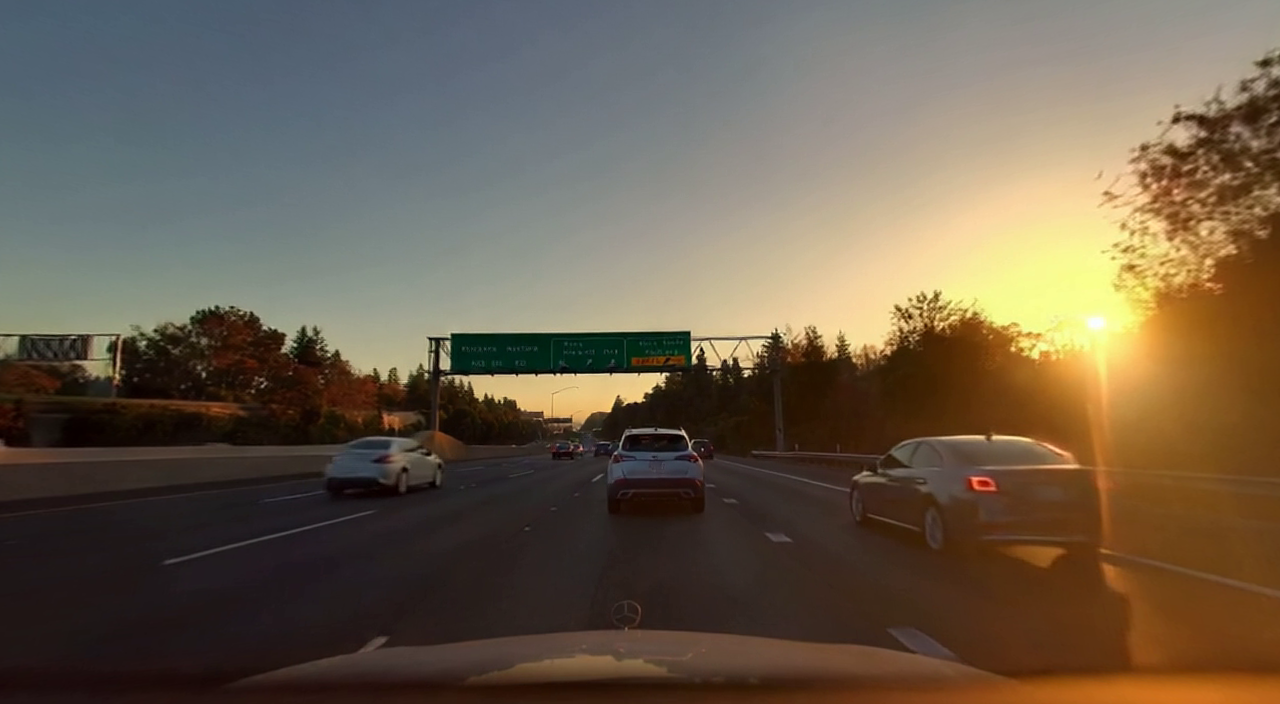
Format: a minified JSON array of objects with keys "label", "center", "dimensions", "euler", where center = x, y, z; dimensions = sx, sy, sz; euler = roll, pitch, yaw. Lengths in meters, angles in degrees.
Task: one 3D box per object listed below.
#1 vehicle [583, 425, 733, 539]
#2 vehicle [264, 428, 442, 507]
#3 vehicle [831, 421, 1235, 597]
[{"label":"vehicle","center":[0.252,2.072,10.616],"dimensions":[2.044,1.554,3.824],"euler":[0,-8,0]},{"label":"vehicle","center":[-6.763,2.774,15.588],"dimensions":[2.127,1.644,4.631],"euler":[0,-9,1]},{"label":"vehicle","center":[4.106,1.703,7.836],"dimensions":[2.002,1.499,4.710],"euler":[0,-8,0]}]
